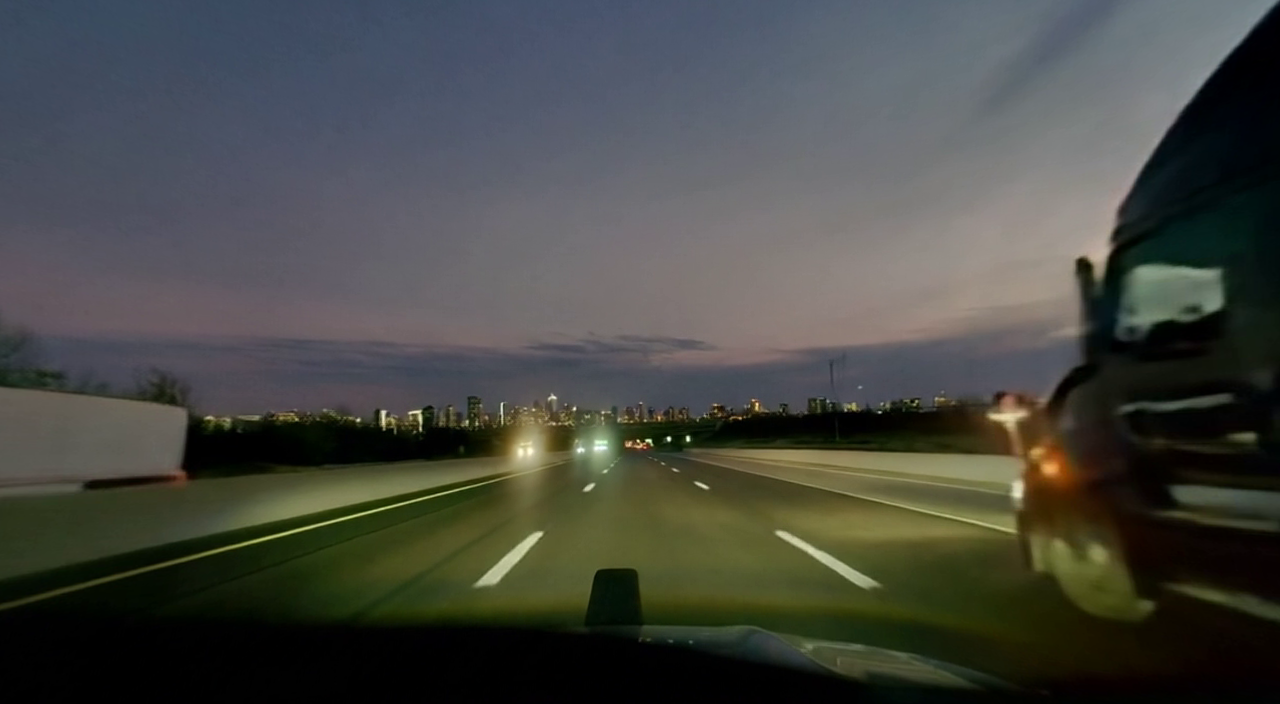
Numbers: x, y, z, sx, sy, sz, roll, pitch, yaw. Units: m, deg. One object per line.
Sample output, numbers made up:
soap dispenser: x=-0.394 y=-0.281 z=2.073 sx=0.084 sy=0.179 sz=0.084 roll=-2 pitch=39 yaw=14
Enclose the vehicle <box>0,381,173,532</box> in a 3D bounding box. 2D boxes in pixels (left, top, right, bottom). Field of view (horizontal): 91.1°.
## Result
vehicle: x=-20.434 y=3.071 z=18.351 sx=3.091 sy=4.397 sz=13.932 roll=0 pitch=-9 yaw=-1
